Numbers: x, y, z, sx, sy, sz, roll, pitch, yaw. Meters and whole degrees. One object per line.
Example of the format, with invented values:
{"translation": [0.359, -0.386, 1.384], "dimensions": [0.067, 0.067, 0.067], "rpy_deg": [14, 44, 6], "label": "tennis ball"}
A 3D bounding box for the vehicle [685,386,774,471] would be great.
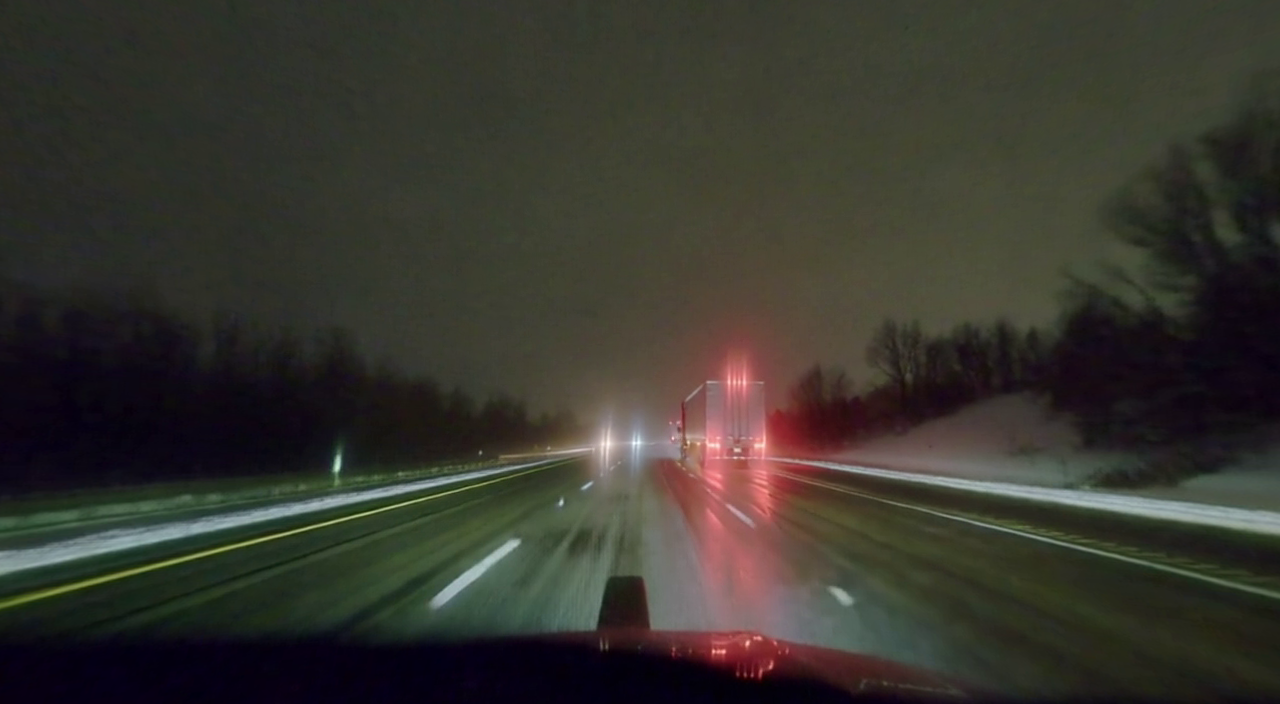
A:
{"translation": [4.699, 4.672, 36.734], "dimensions": [3.485, 3.975, 14.489], "rpy_deg": [0, -8, 1], "label": "vehicle"}
